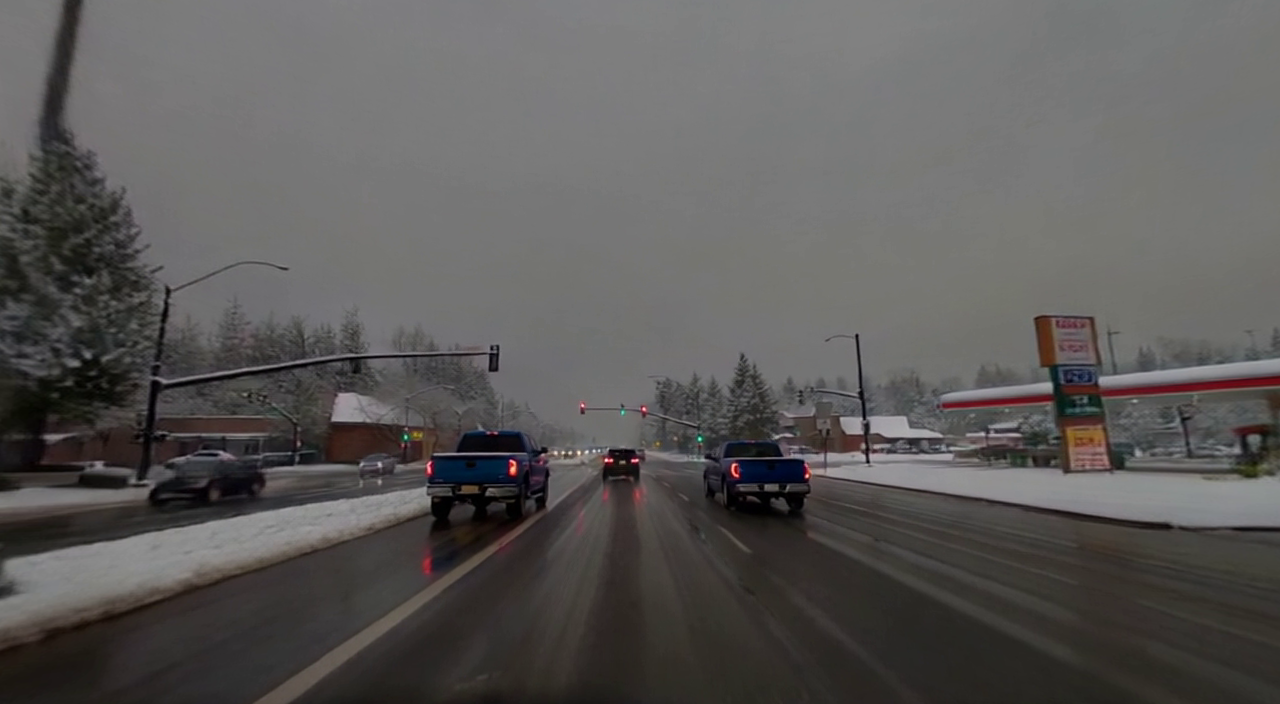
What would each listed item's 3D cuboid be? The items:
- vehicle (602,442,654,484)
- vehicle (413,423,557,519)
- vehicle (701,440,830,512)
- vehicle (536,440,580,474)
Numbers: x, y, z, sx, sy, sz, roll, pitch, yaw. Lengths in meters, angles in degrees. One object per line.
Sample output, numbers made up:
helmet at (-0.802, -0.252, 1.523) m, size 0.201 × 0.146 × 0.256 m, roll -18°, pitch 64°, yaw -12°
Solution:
vehicle at (-0.532, 4.612, 26.479) m, size 2.029 × 1.605 × 3.827 m, roll 0°, pitch -9°, yaw -2°
vehicle at (-3.493, 2.810, 15.576) m, size 2.195 × 1.905 × 5.634 m, roll 0°, pitch -9°, yaw -1°
vehicle at (2.838, 2.932, 15.457) m, size 2.061 × 1.487 × 4.462 m, roll 0°, pitch -9°, yaw -3°
vehicle at (-5.298, 6.657, 40.255) m, size 2.321 × 2.026 × 5.307 m, roll 2°, pitch -9°, yaw -12°
